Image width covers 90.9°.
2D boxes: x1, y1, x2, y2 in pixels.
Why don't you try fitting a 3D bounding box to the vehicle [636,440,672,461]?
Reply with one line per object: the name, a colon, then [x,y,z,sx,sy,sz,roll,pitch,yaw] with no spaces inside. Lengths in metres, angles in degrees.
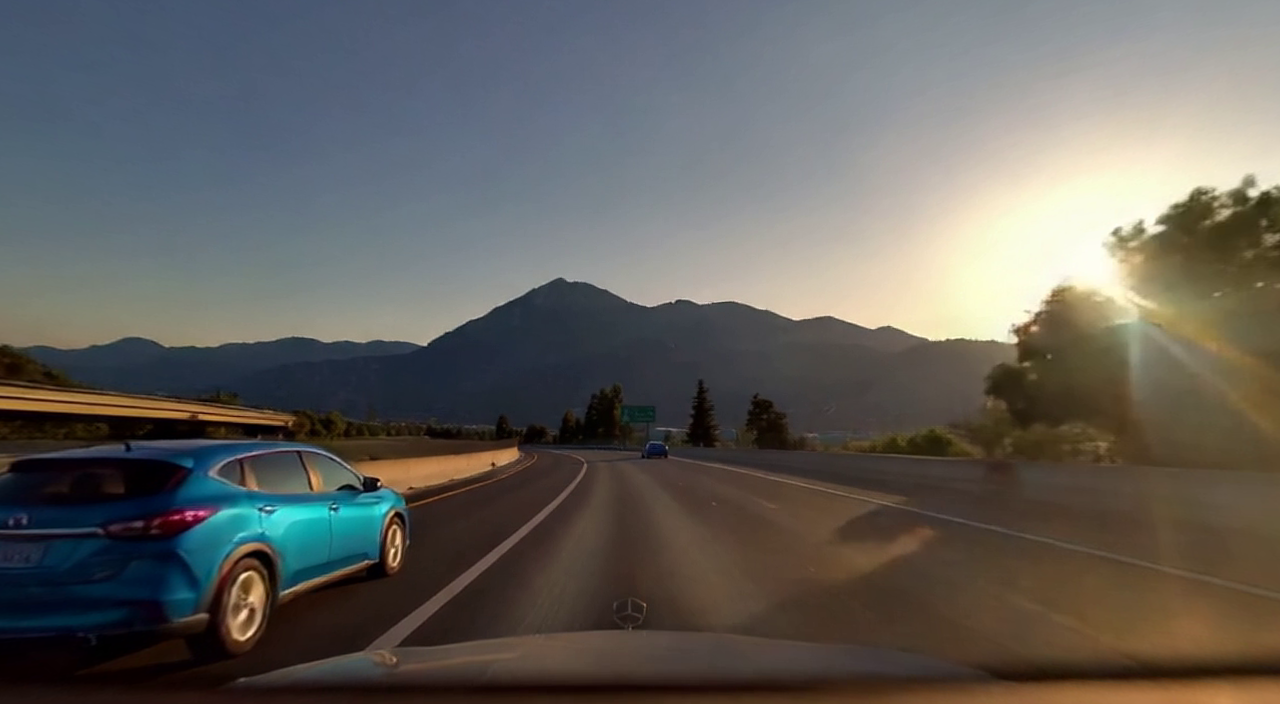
vehicle: [0.998,7.416,47.425,1.985,1.440,4.466,1,-9,-9]
